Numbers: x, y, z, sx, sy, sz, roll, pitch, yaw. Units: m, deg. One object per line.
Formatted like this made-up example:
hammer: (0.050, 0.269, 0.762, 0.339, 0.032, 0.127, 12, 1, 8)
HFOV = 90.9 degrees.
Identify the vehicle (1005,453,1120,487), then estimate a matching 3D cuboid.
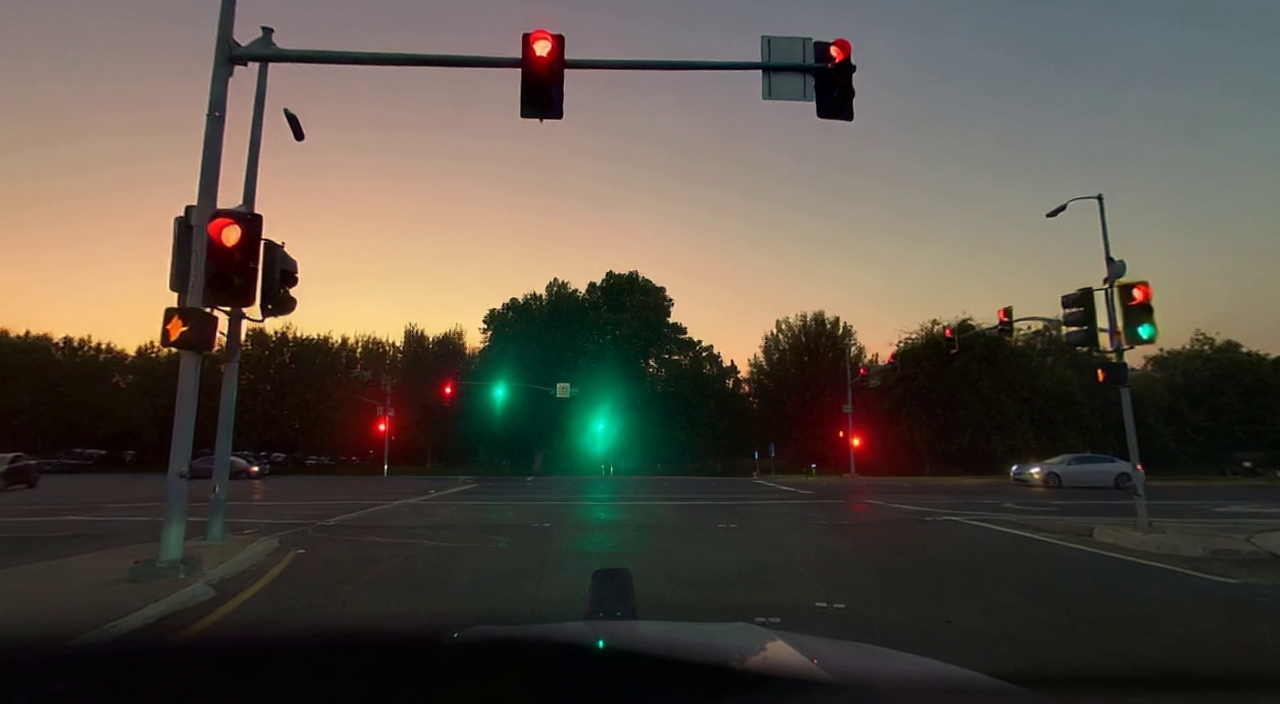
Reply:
vehicle: (21.764, 6.086, 32.540, 4.455, 1.647, 2.124, 1, -10, -8)

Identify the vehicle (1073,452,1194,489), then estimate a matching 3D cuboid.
vehicle: (22.713, 5.453, 29.093, 3.998, 1.590, 1.936, 1, -11, -6)
